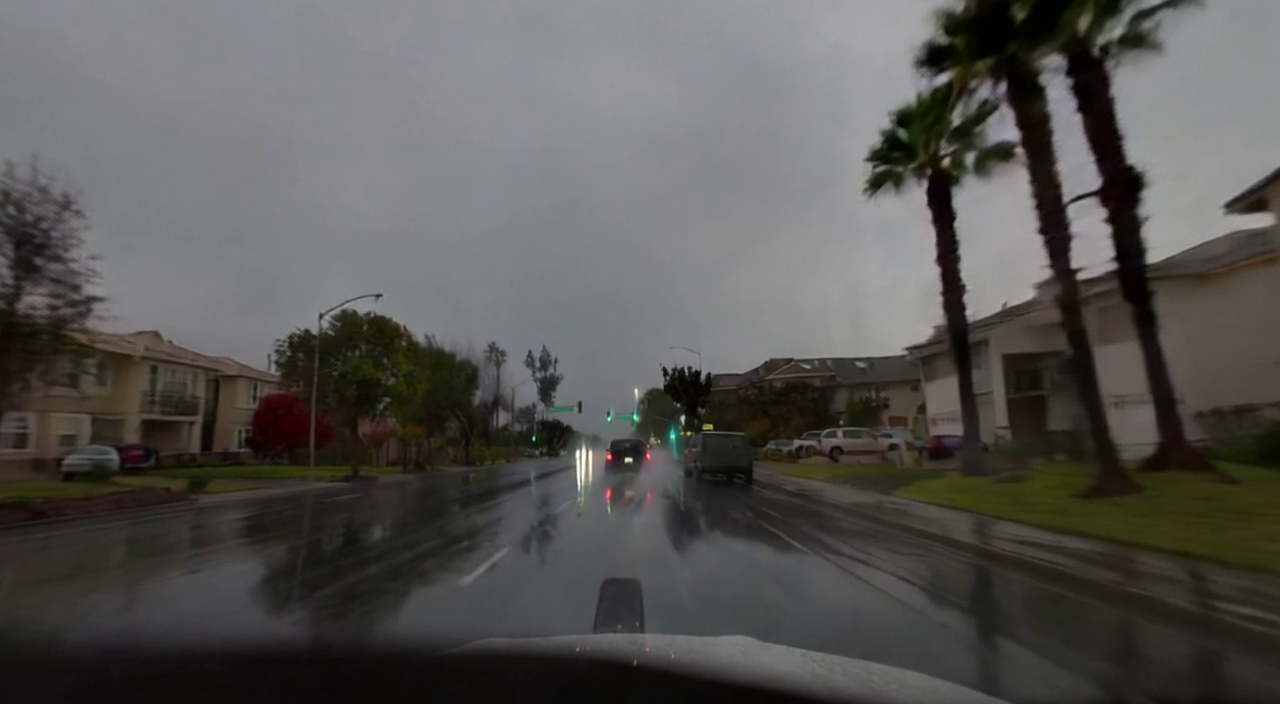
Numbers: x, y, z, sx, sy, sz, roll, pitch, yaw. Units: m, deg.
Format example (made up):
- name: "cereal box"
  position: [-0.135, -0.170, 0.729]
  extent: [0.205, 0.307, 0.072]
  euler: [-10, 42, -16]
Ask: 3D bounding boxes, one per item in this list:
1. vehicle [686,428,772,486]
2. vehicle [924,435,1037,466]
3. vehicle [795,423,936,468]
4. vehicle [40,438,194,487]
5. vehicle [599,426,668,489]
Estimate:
- name: "vehicle"
  position: [3.164, 3.880, 23.531]
  extent: [2.416, 1.922, 5.023]
  euler: [0, -9, -1]
- name: "vehicle"
  position: [16.176, 4.717, 30.062]
  extent: [4.317, 1.420, 1.828]
  euler: [0, -9, 1]
- name: "vehicle"
  position: [10.549, 4.433, 29.875]
  extent: [5.709, 2.017, 2.435]
  euler: [0, -9, -2]
- name: "vehicle"
  position: [-21.684, 4.572, 26.453]
  extent: [2.196, 1.820, 4.955]
  euler: [0, -9, 0]
- name: "vehicle"
  position: [-0.261, 3.427, 20.720]
  extent: [1.994, 1.810, 5.057]
  euler: [0, -9, -2]
